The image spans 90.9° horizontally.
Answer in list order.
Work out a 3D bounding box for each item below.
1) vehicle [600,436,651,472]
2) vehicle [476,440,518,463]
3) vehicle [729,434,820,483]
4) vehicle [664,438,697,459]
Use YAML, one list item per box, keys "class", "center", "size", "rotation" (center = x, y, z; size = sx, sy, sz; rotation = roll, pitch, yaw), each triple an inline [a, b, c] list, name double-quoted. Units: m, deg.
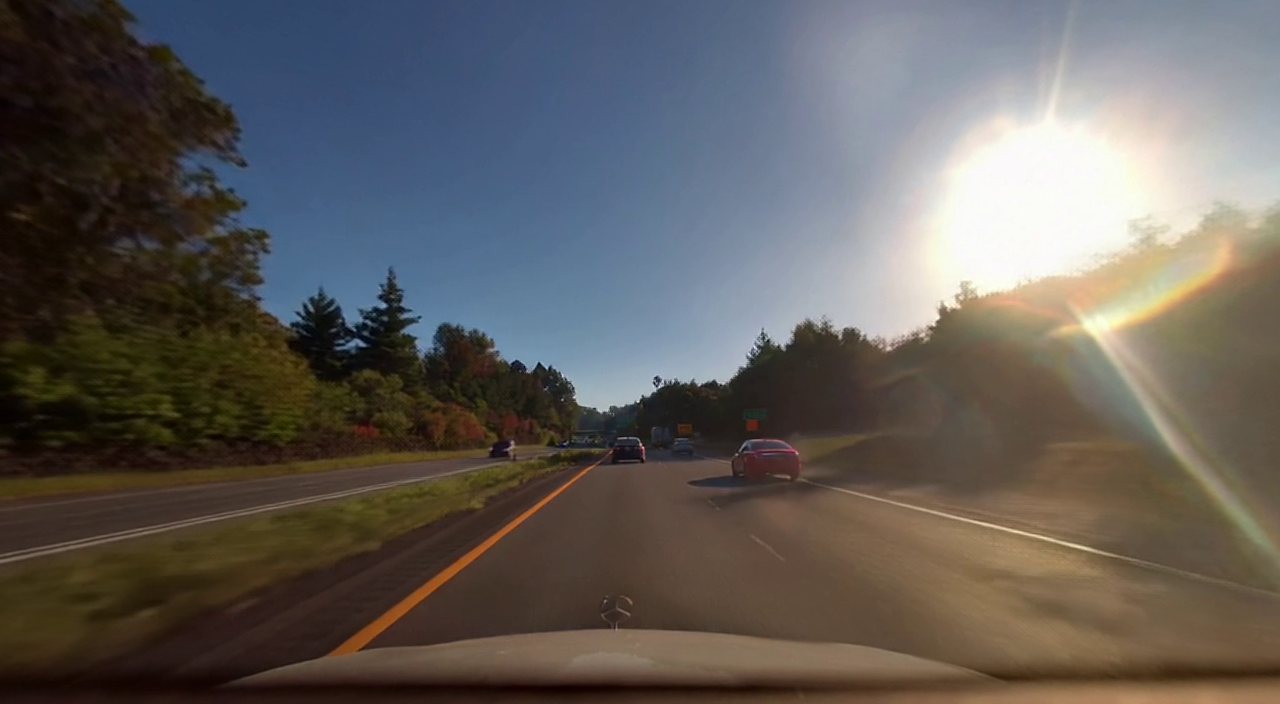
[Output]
- class: "vehicle"
  center: [-0.626, 4.561, 28.501]
  size: [2.143, 1.466, 3.693]
  rotation: [0, -7, -1]
- class: "vehicle"
  center: [-9.622, 6.701, 42.730]
  size: [1.895, 1.453, 4.000]
  rotation: [0, -8, 0]
- class: "vehicle"
  center: [4.511, 3.606, 21.829]
  size: [2.066, 1.526, 4.216]
  rotation: [0, -8, -2]
- class: "vehicle"
  center: [2.907, 7.042, 46.318]
  size: [2.004, 1.469, 4.472]
  rotation: [0, -8, -2]
